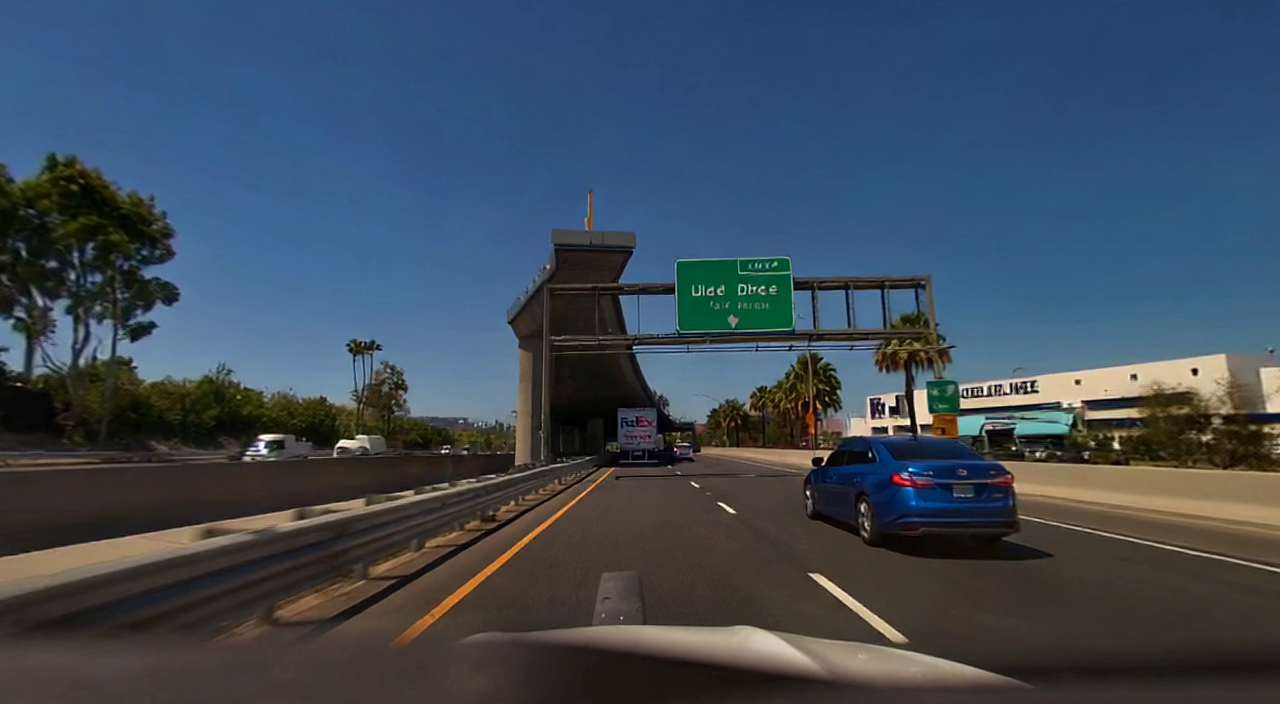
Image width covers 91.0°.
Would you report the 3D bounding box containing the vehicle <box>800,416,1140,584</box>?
[{"bbox_3d":[3.660,1.725,8.110,1.966,1.558,4.238,0,-9,-2],"label":"vehicle"}]
